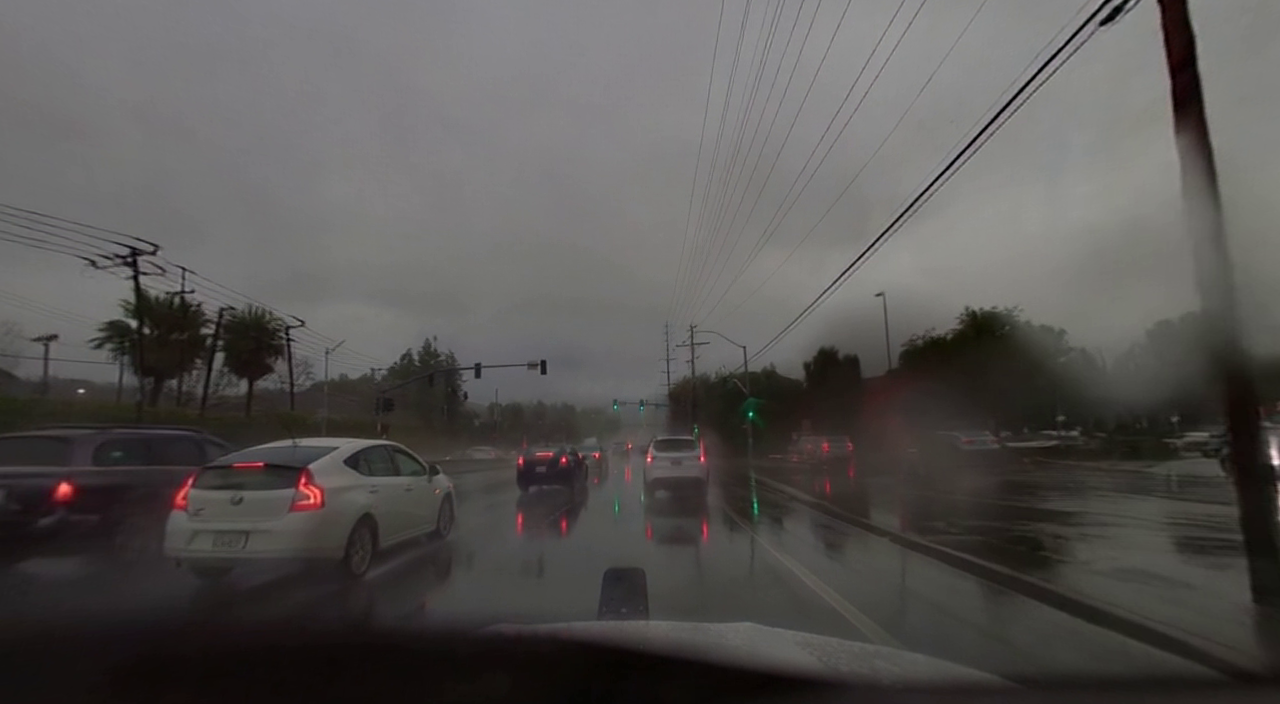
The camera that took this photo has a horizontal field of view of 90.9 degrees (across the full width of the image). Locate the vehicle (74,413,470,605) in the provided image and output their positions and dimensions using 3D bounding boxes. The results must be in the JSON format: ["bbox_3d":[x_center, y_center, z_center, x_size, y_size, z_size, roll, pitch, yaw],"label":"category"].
[{"bbox_3d":[-3.766,1.682,7.681,2.018,1.621,4.441,0,-9,2],"label":"vehicle"}]

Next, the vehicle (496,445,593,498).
[{"bbox_3d":[-2.814,3.632,19.627,2.105,1.436,4.311,-1,-9,4],"label":"vehicle"}]

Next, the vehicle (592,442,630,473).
[{"bbox_3d":[-1.672,6.338,37.985,1.788,1.773,3.731,-1,-9,5],"label":"vehicle"}]

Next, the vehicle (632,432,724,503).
[{"bbox_3d":[0.986,3.085,17.203,2.205,1.691,3.937,-1,-9,2],"label":"vehicle"}]
